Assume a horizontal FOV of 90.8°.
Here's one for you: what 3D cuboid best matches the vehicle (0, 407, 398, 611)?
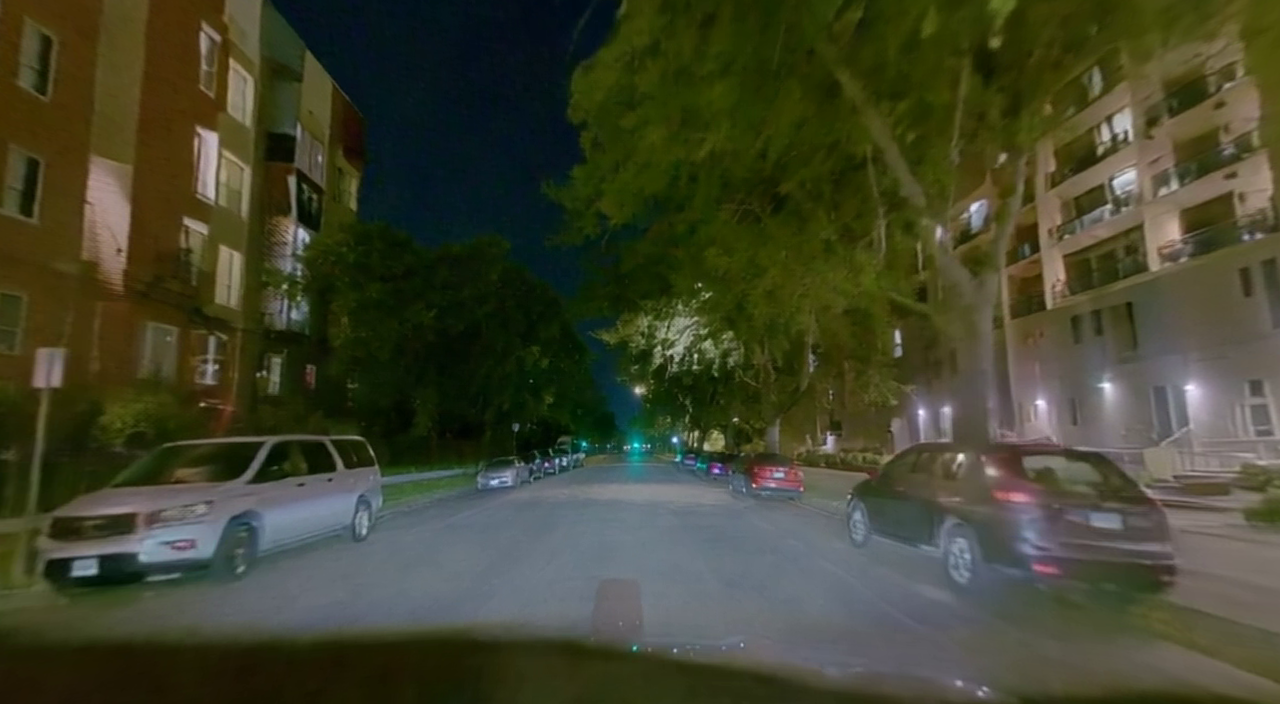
[{"bbox_3d":[-5.320,1.846,8.492,2.213,1.825,4.986,-2,-8,0],"label":"vehicle"}]

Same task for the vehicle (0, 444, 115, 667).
[{"bbox_3d":[-5.280,1.137,2.641,2.026,1.461,4.837,-1,-8,0],"label":"vehicle"}]

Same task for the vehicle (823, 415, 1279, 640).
[{"bbox_3d":[3.825,1.655,7.120,1.992,1.643,4.735,0,-8,-1],"label":"vehicle"}]

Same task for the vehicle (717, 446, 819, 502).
[{"bbox_3d":[3.657,3.567,19.012,1.881,1.460,4.737,0,-8,-3],"label":"vehicle"}]

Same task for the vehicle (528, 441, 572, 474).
[{"bbox_3d":[-5.416,6.387,38.602,2.069,1.881,4.697,0,-8,-1],"label":"vehicle"}]

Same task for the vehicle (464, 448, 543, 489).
[{"bbox_3d":[-5.302,4.572,25.220,2.080,1.458,4.511,0,-8,1],"label":"vehicle"}]
